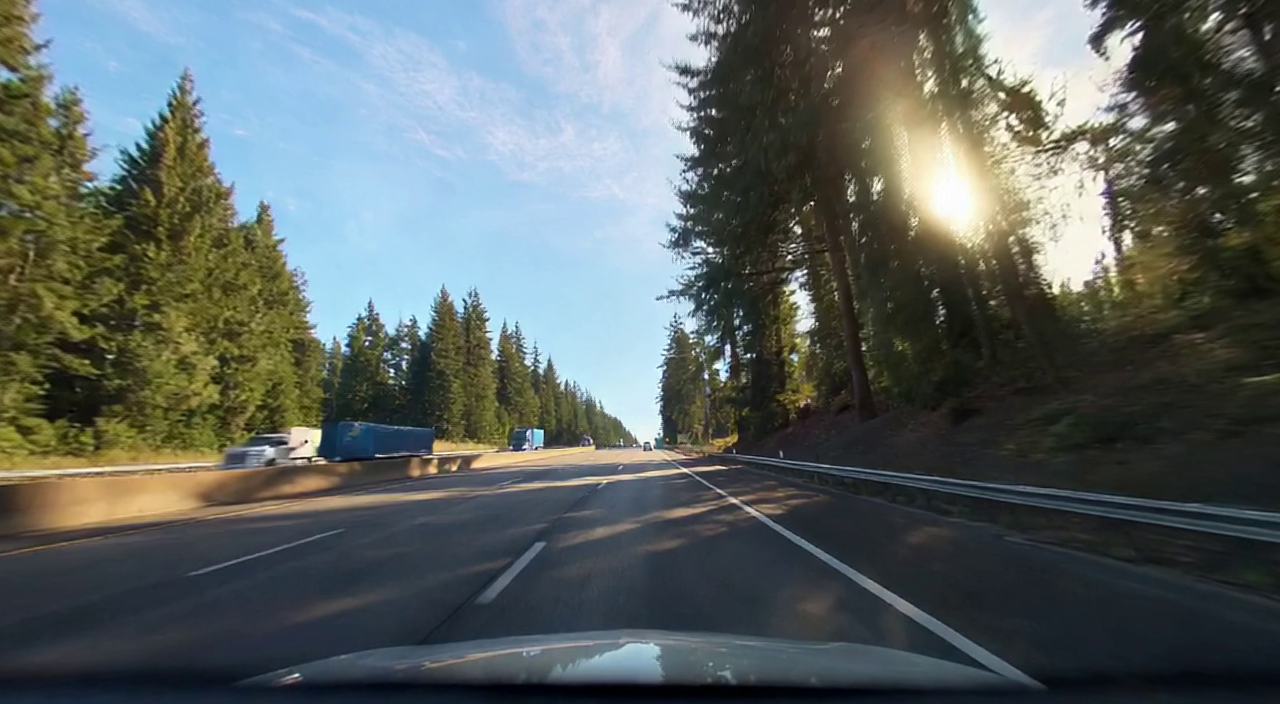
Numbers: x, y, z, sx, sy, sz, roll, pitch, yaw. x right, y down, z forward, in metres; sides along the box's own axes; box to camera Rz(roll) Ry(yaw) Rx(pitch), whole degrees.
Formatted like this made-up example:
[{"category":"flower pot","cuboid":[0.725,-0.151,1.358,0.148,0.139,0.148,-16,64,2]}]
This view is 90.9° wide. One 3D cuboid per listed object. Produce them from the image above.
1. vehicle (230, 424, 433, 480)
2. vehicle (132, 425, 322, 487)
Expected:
[{"category":"vehicle","cuboid":[-12.932,4.411,28.425,2.672,1.964,12.269,0,-8,2]},{"category":"vehicle","cuboid":[-13.116,3.358,20.697,2.293,1.736,5.712,0,-8,1]}]
